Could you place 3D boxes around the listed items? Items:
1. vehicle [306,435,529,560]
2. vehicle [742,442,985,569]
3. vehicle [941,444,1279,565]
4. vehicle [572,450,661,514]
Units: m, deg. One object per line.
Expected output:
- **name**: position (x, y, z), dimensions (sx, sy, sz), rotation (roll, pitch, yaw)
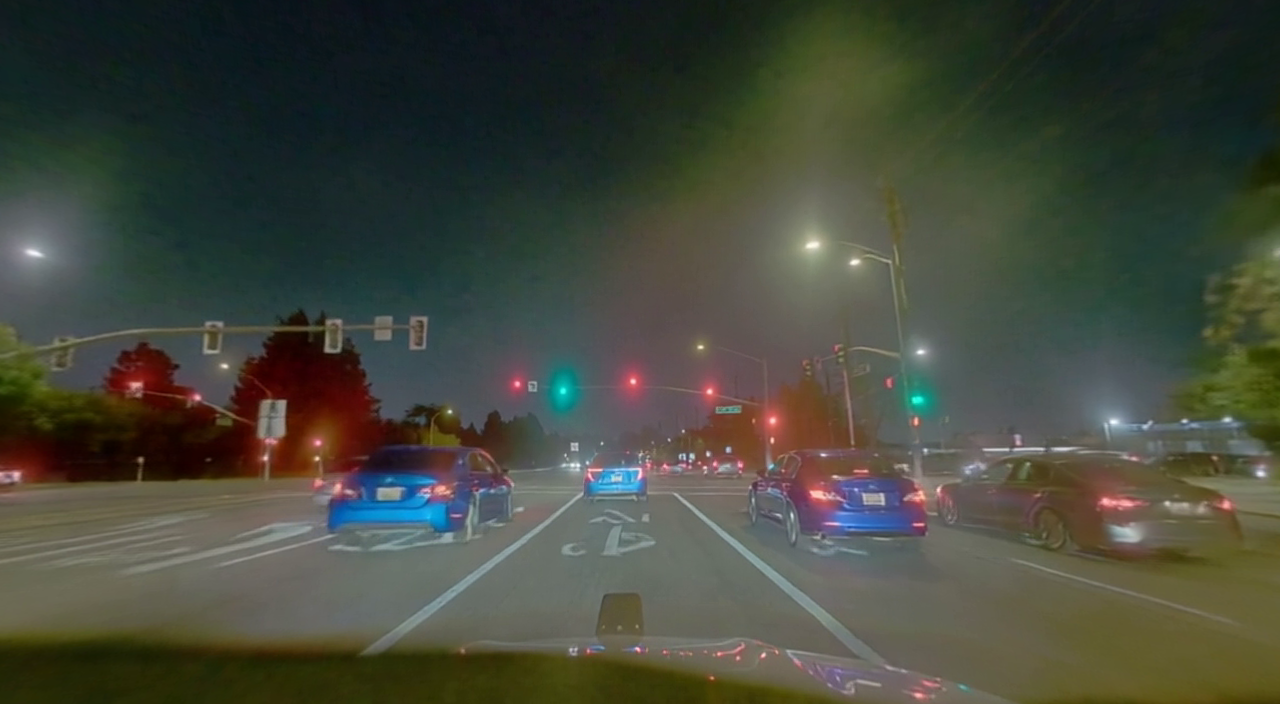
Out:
- **vehicle**: position (-3.283, 2.229, 10.441), dimensions (2.073, 1.606, 4.364), rotation (0, -9, 0)
- **vehicle**: position (3.056, 2.185, 9.865), dimensions (2.053, 1.490, 4.464), rotation (0, -9, -2)
- **vehicle**: position (6.872, 2.209, 9.997), dimensions (2.004, 1.455, 4.417), rotation (0, -9, -1)
- **vehicle**: position (-0.555, 3.344, 16.792), dimensions (2.065, 1.464, 4.216), rotation (0, -9, 0)
